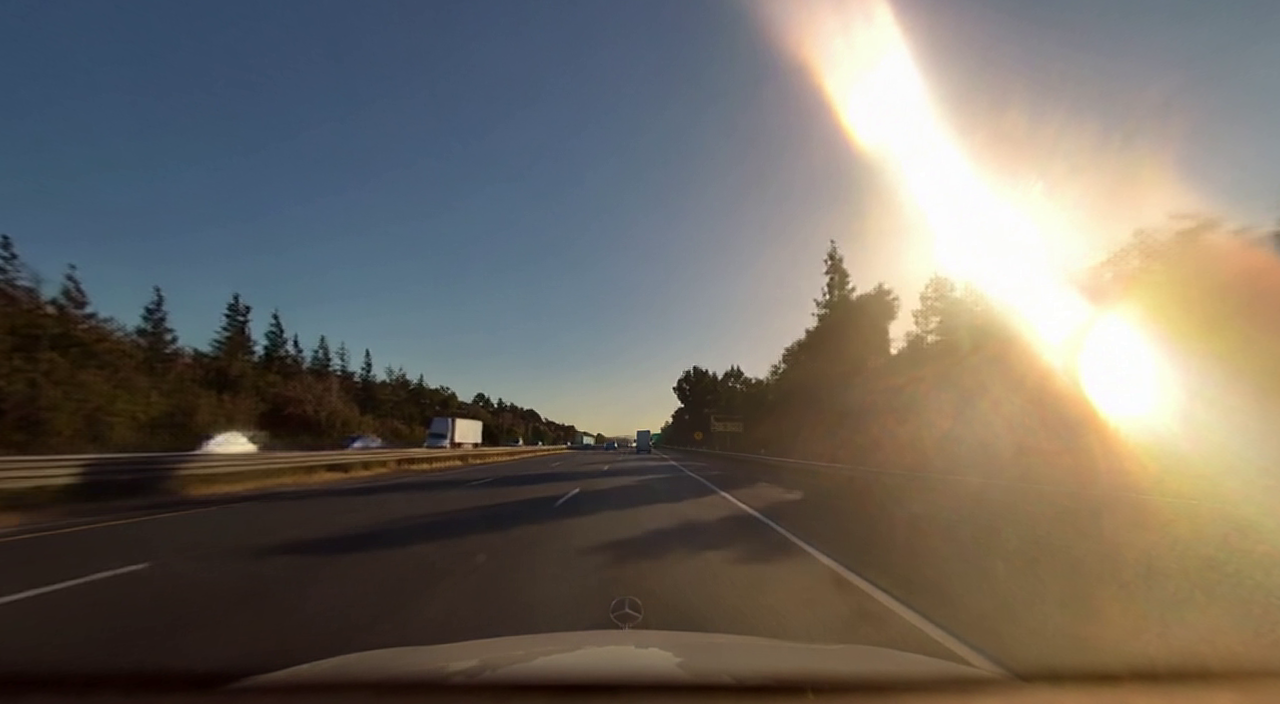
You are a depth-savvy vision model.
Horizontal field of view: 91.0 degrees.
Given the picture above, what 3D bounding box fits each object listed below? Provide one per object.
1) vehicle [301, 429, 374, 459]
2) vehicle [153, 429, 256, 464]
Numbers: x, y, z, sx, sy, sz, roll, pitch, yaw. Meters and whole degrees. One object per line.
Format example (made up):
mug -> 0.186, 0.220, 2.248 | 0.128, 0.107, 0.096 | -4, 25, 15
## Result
vehicle -> -16.430, 5.010, 34.417 | 1.882, 1.524, 4.193 | 0, -8, 1
vehicle -> -20.128, 4.380, 29.285 | 1.830, 1.506, 4.089 | 0, -8, 0
